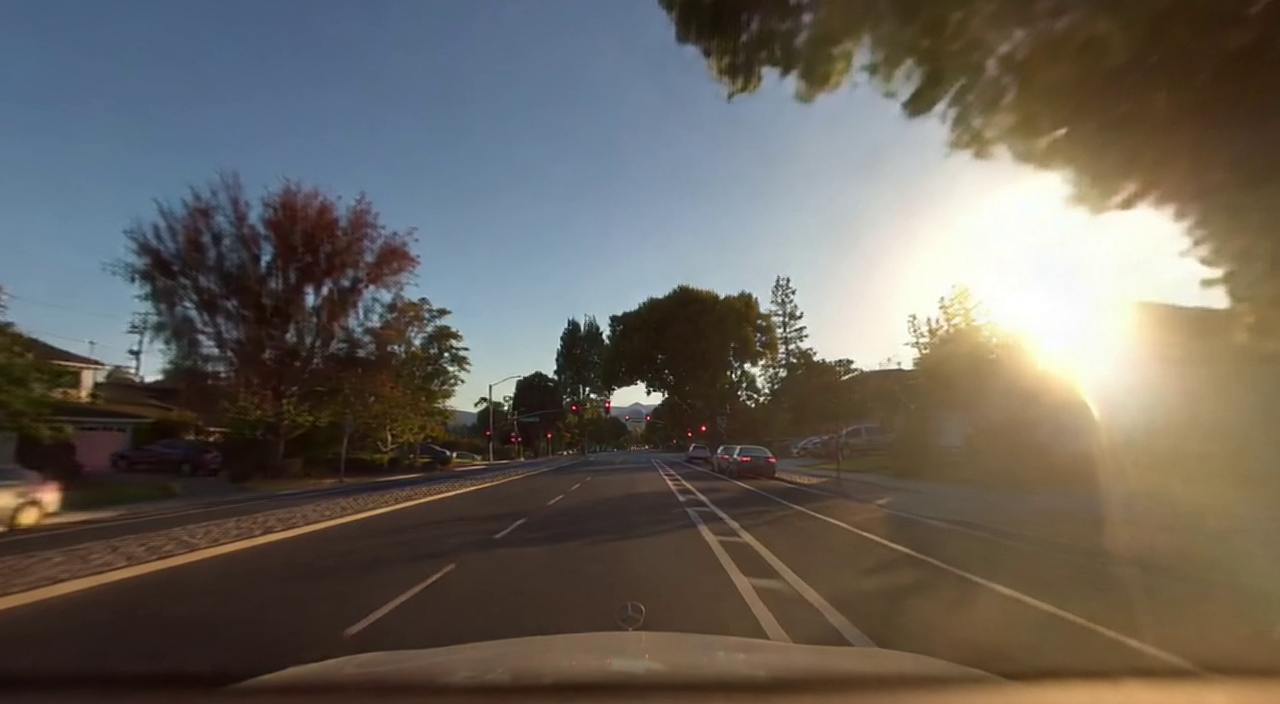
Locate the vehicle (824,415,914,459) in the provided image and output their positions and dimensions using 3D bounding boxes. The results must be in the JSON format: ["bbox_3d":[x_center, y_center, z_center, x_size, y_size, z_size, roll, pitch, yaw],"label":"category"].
[{"bbox_3d":[13.529,5.054,37.428,4.284,1.725,1.981,-11,-9,-1],"label":"vehicle"}]

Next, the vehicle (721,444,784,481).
[{"bbox_3d":[4.763,4.737,27.381,1.881,1.435,4.525,0,-9,-1],"label":"vehicle"}]

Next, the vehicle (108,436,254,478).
[{"bbox_3d":[-20.986,4.814,29.023,4.759,1.824,2.442,0,-8,0],"label":"vehicle"}]
